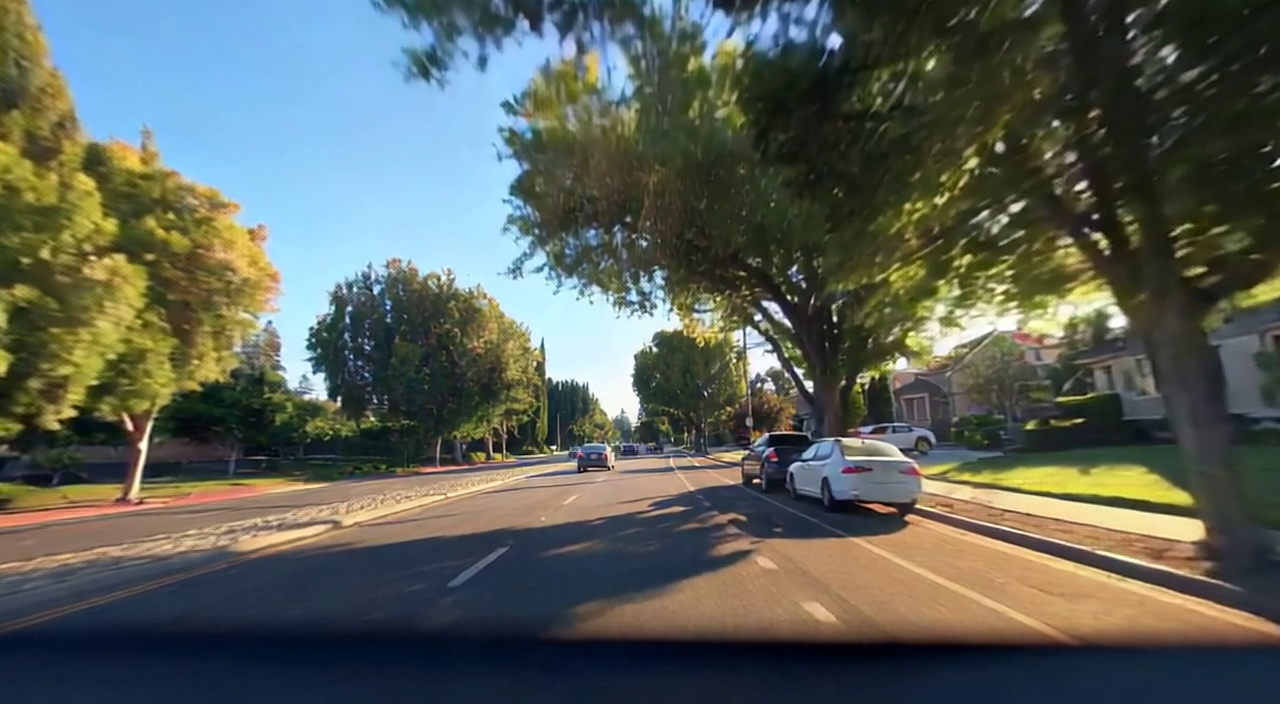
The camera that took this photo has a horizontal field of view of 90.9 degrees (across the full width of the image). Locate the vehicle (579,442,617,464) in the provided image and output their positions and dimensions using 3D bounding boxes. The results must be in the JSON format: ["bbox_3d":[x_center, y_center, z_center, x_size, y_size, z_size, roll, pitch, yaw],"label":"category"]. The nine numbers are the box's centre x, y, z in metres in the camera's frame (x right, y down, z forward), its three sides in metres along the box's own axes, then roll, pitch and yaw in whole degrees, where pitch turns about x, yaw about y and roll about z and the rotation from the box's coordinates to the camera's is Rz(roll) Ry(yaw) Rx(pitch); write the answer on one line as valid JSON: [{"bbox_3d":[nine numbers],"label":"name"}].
[{"bbox_3d":[-2.847,6.970,43.677,2.084,1.466,4.522,-1,-9,3],"label":"vehicle"}]

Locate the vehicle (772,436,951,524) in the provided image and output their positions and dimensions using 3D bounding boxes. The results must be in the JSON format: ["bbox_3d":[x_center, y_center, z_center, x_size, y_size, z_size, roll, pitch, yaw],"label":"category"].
[{"bbox_3d":[4.416,2.618,13.555,2.241,1.536,4.682,0,-9,1],"label":"vehicle"}]
